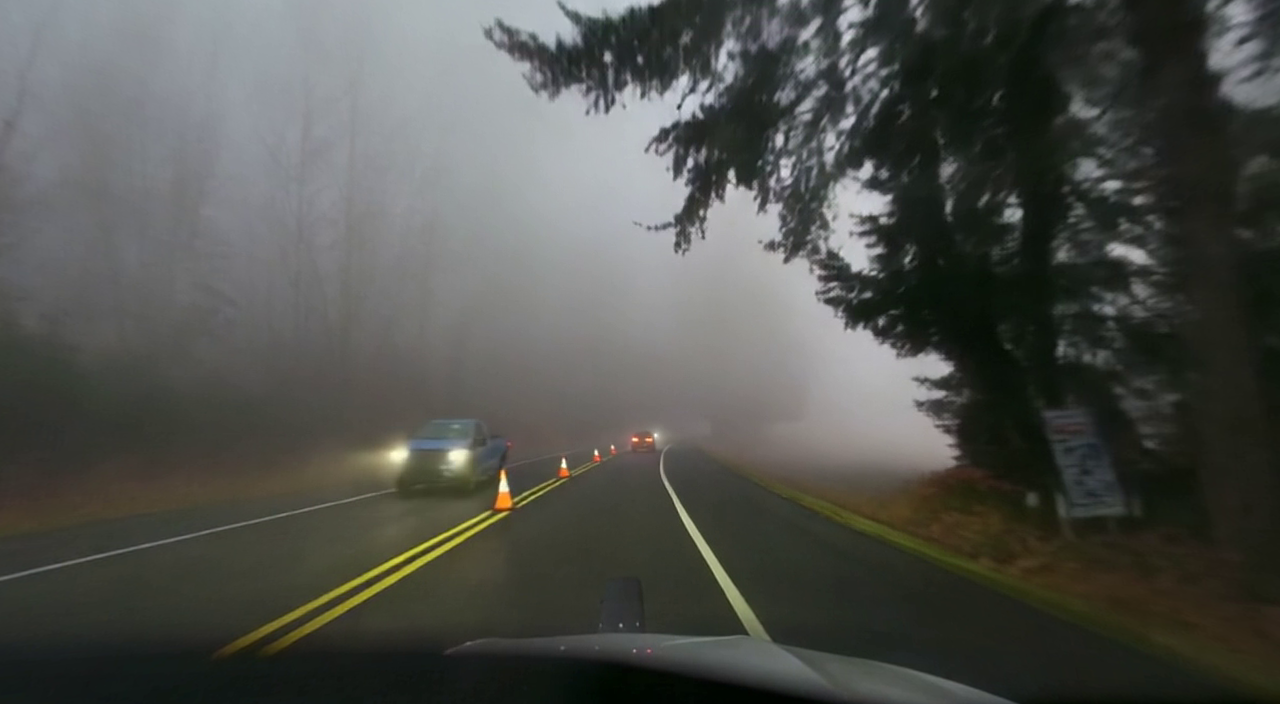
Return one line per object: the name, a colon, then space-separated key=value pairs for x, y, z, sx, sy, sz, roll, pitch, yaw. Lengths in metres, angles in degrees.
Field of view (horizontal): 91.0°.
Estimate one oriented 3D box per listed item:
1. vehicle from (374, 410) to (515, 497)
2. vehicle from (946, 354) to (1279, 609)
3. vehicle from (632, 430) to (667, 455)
vehicle: x=-4.703 y=2.545 z=16.013 sx=2.079 sy=1.880 sz=4.493 roll=0 pitch=-8 yaw=1
vehicle: x=8.161 y=2.154 z=10.472 sx=4.566 sy=3.046 sz=2.625 roll=12 pitch=-9 yaw=-7
vehicle: x=0.659 y=5.679 z=39.595 sx=2.042 sy=1.489 sz=3.963 roll=-1 pitch=-8 yaw=3
